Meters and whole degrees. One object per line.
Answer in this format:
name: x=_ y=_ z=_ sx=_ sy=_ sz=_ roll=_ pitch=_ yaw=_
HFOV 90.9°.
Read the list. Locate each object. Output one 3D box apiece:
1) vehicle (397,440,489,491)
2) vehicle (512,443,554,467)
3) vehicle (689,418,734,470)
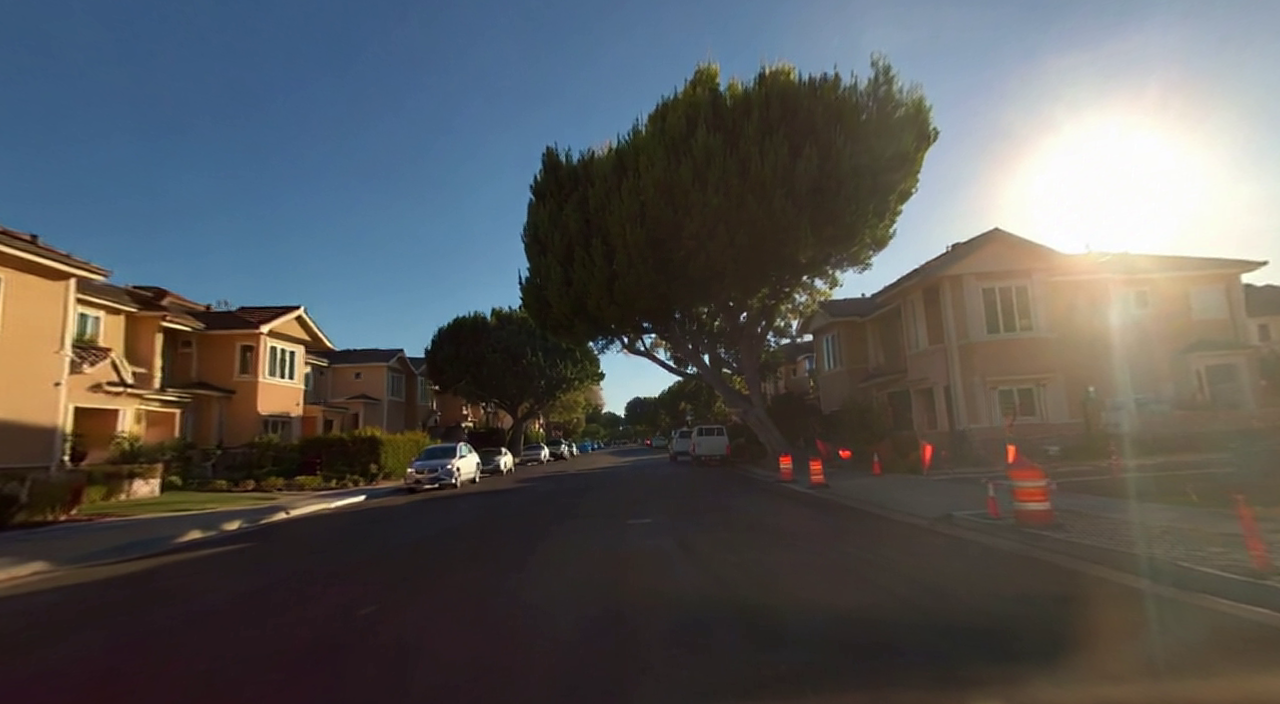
vehicle: x=-6.881 y=3.981 z=22.569 sx=1.957 sy=1.608 sz=4.476 roll=0 pitch=-8 yaw=-1
vehicle: x=-7.017 y=6.830 z=41.896 sx=1.974 sy=1.479 sz=4.607 roll=0 pitch=-8 yaw=0
vehicle: x=3.697 y=4.838 z=33.278 sx=2.082 sy=2.534 sz=3.248 roll=-2 pitch=-8 yaw=3
